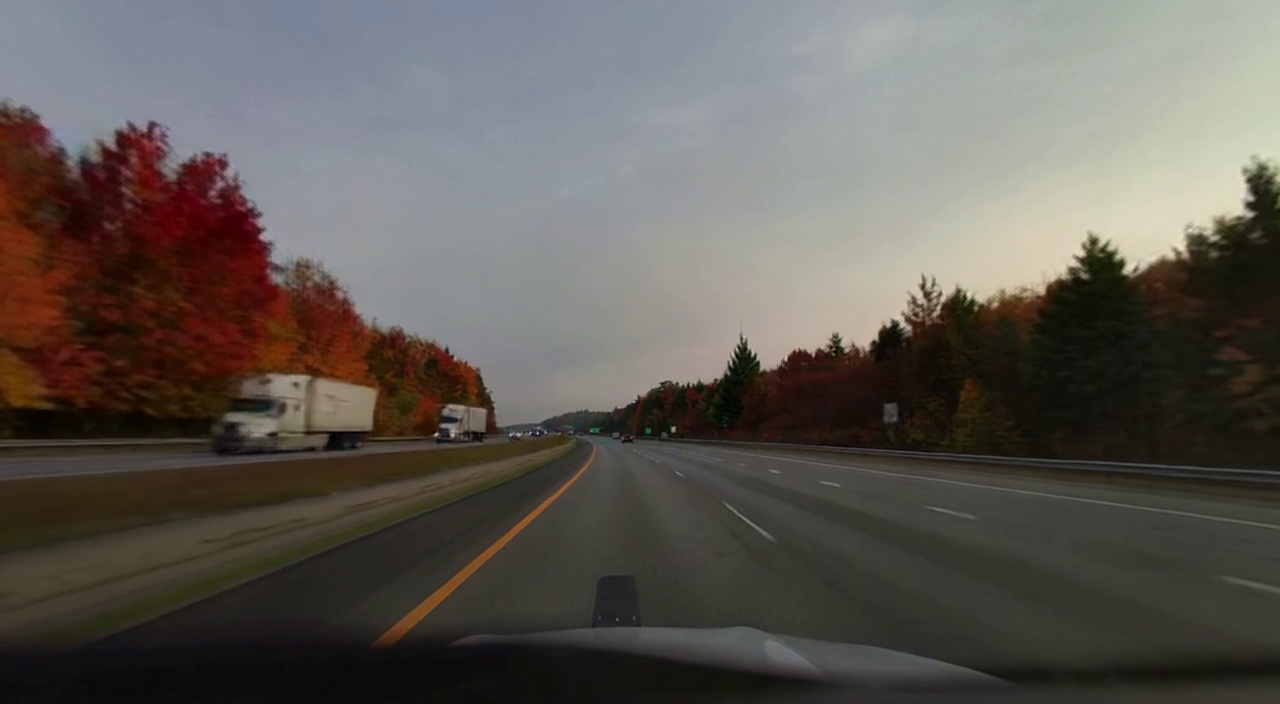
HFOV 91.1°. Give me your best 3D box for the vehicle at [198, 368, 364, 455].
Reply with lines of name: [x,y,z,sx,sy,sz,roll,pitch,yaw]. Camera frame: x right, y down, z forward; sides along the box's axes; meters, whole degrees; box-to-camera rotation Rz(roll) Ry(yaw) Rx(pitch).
vehicle: [-17.910,3.278,32.637,2.949,3.792,10.330,0,-8,-3]
